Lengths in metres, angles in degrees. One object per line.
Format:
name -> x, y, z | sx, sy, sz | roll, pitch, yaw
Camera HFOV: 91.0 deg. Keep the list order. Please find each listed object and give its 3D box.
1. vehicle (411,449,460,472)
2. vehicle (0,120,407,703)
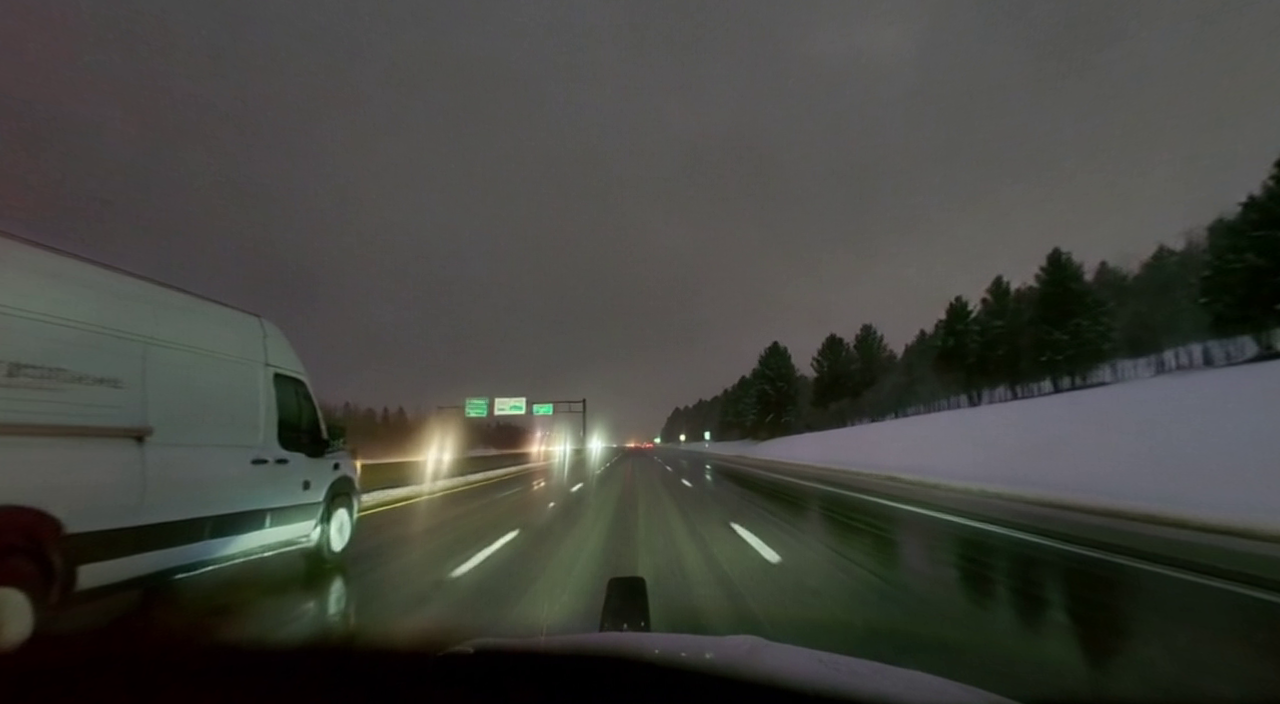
vehicle -> -14.807, 7.849, 45.751 | 2.009, 1.537, 4.411 | 0, -8, 0
vehicle -> -3.936, 0.504, 3.872 | 2.443, 2.586, 6.701 | 0, -8, 0
